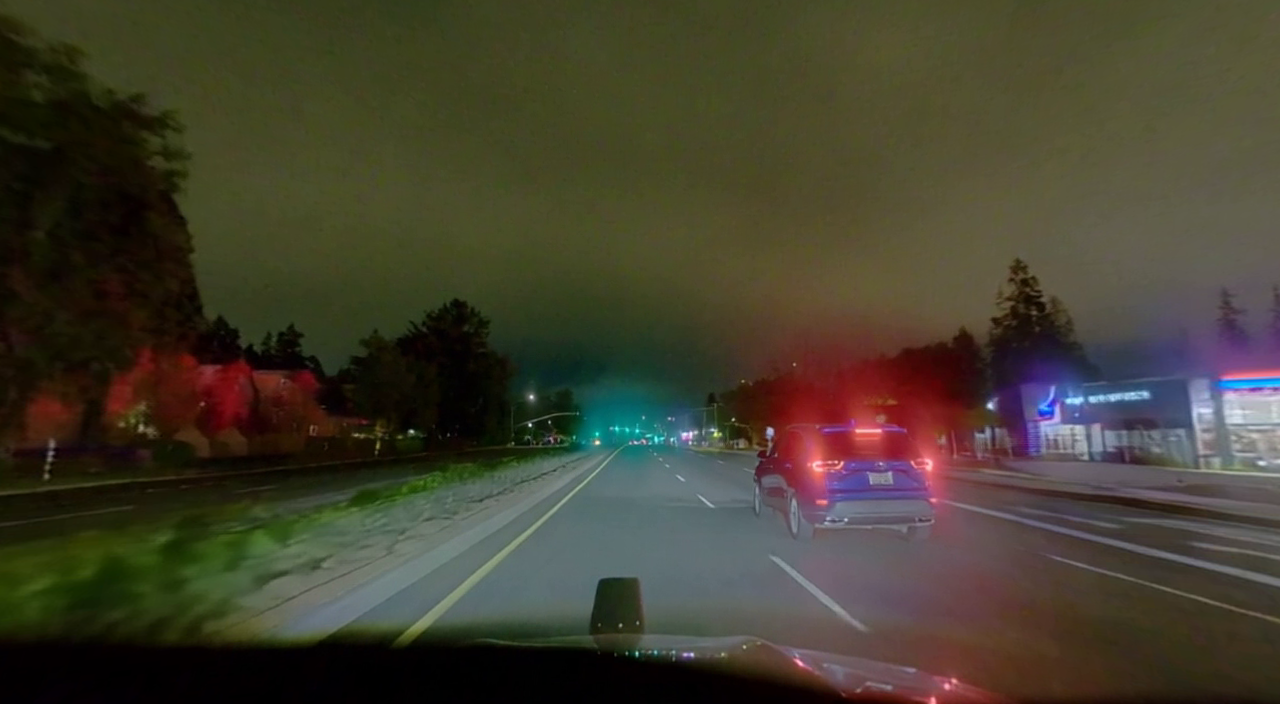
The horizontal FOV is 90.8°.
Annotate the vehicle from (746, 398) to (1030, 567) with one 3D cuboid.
[{"bbox_3d":[3.047,1.733,9.122,2.130,1.790,4.615,0,-9,-1],"label":"vehicle"}]
